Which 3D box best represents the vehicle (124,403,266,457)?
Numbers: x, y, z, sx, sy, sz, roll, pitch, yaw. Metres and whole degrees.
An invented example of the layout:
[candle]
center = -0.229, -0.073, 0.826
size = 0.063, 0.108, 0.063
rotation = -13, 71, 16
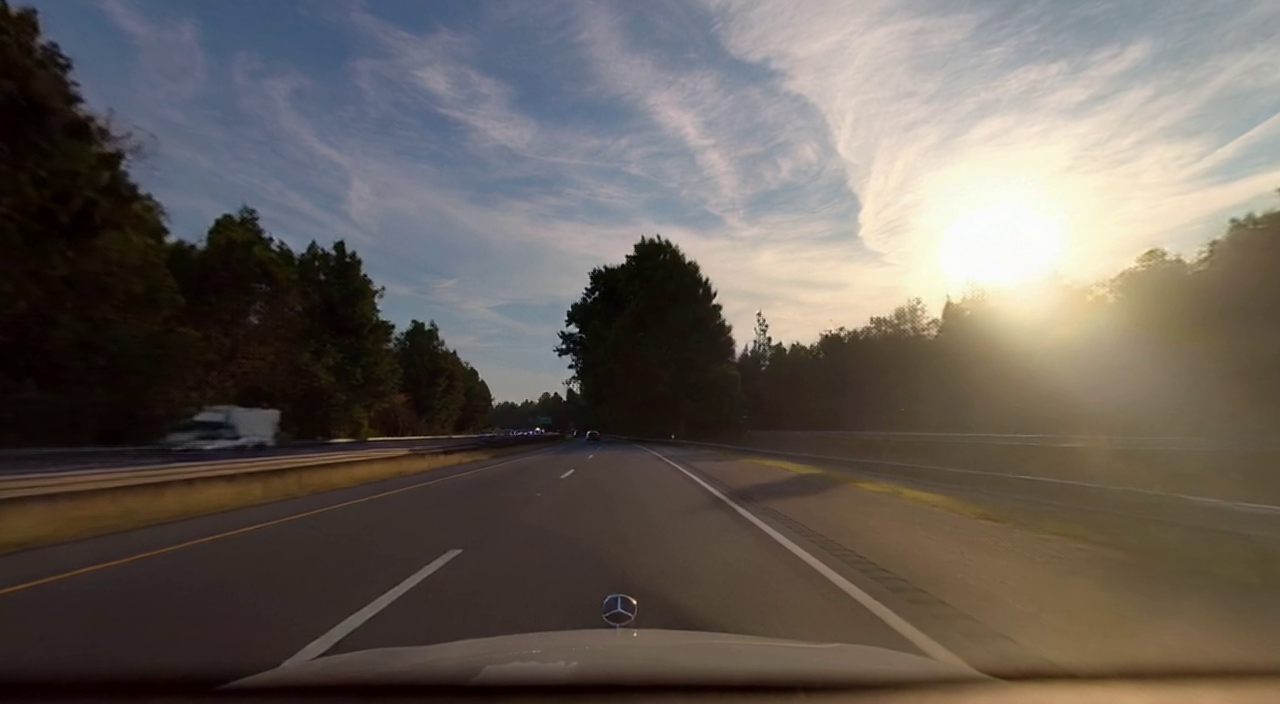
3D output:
[vehicle]
center = -17.642, 3.170, 25.321
size = 2.171, 1.969, 4.913
rotation = 0, -8, -1
